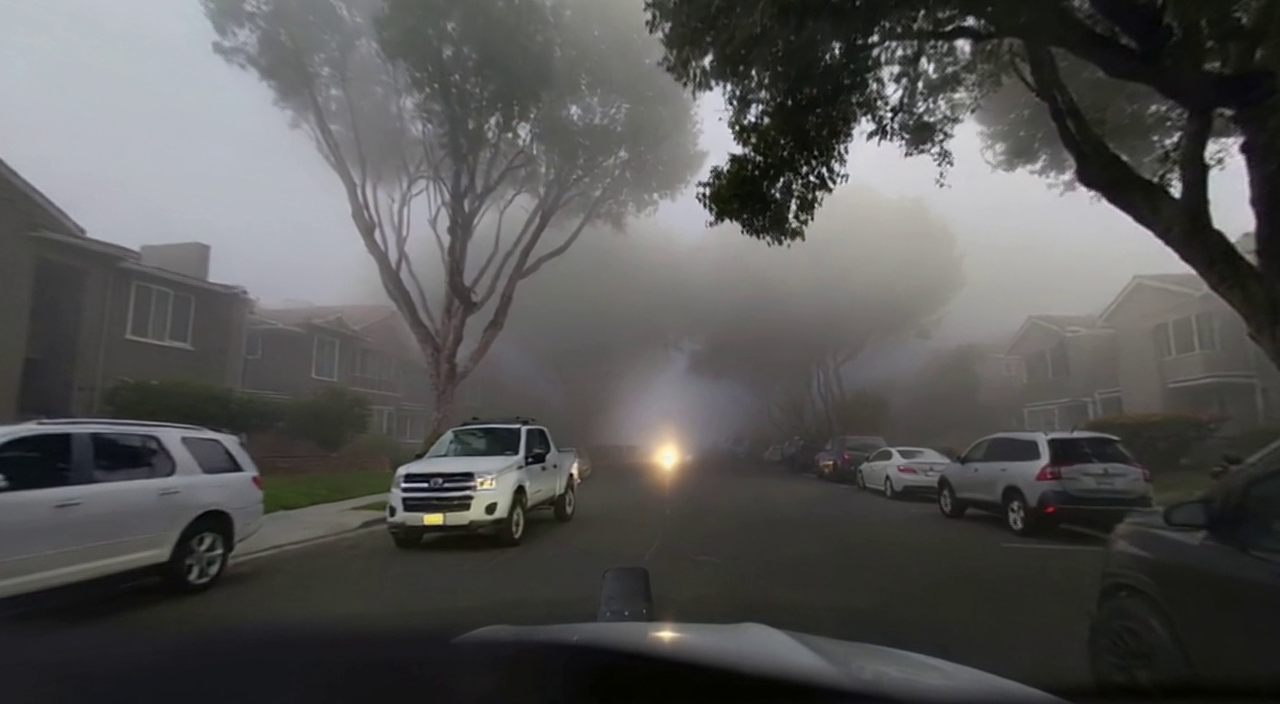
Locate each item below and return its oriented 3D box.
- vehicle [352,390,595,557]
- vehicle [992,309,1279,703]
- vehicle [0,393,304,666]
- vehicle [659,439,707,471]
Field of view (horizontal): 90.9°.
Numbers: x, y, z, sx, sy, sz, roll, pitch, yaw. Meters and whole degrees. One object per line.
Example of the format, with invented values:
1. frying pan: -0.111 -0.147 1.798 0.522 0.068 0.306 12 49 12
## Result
1. vehicle: -2.285 1.879 10.449 2.197 2.047 4.985 -1 -8 6
2. vehicle: 2.930 0.613 1.112 2.055 1.717 5.172 -1 -8 6
3. vehicle: -5.141 1.317 5.138 2.002 1.774 4.568 -1 -8 4
4. vehicle: 2.301 5.292 32.622 1.971 1.476 4.593 -2 -8 9
